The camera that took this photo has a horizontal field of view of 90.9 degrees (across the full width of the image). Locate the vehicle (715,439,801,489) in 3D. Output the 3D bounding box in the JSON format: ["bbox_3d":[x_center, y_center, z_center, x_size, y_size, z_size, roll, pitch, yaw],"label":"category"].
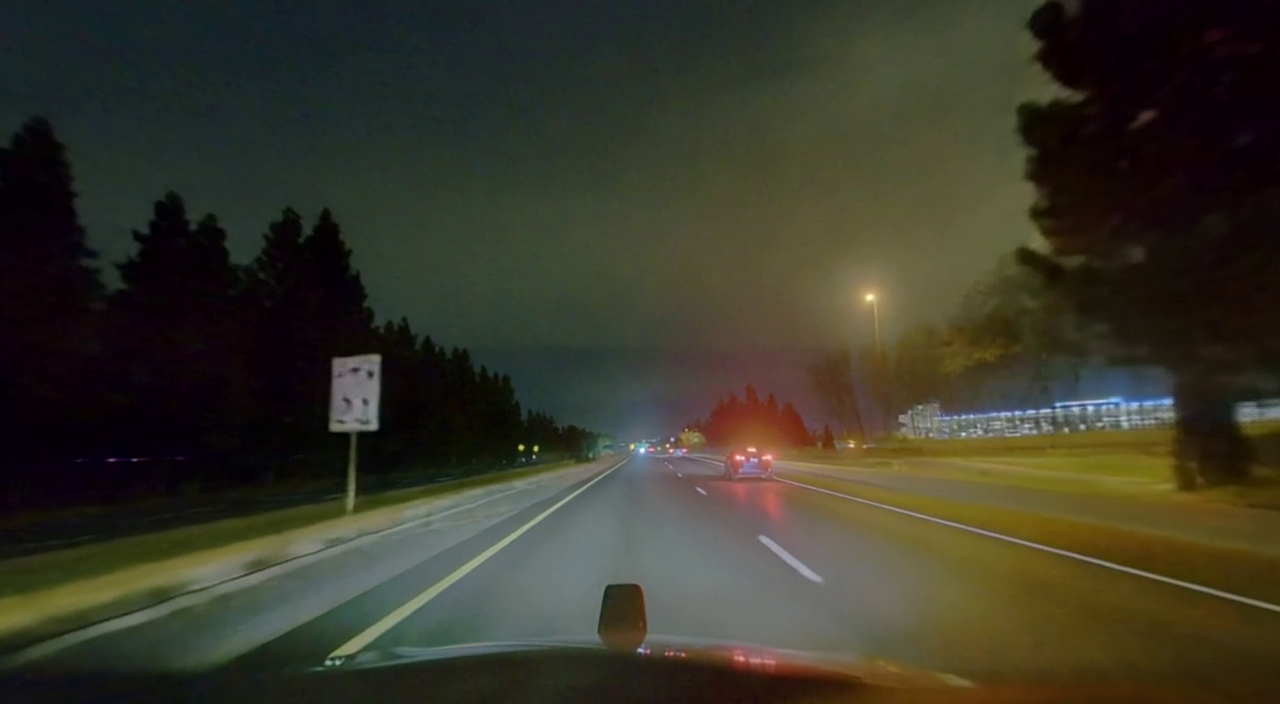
[{"bbox_3d":[3.964,3.838,21.997,2.042,1.518,4.477,0,-8,-1],"label":"vehicle"}]
